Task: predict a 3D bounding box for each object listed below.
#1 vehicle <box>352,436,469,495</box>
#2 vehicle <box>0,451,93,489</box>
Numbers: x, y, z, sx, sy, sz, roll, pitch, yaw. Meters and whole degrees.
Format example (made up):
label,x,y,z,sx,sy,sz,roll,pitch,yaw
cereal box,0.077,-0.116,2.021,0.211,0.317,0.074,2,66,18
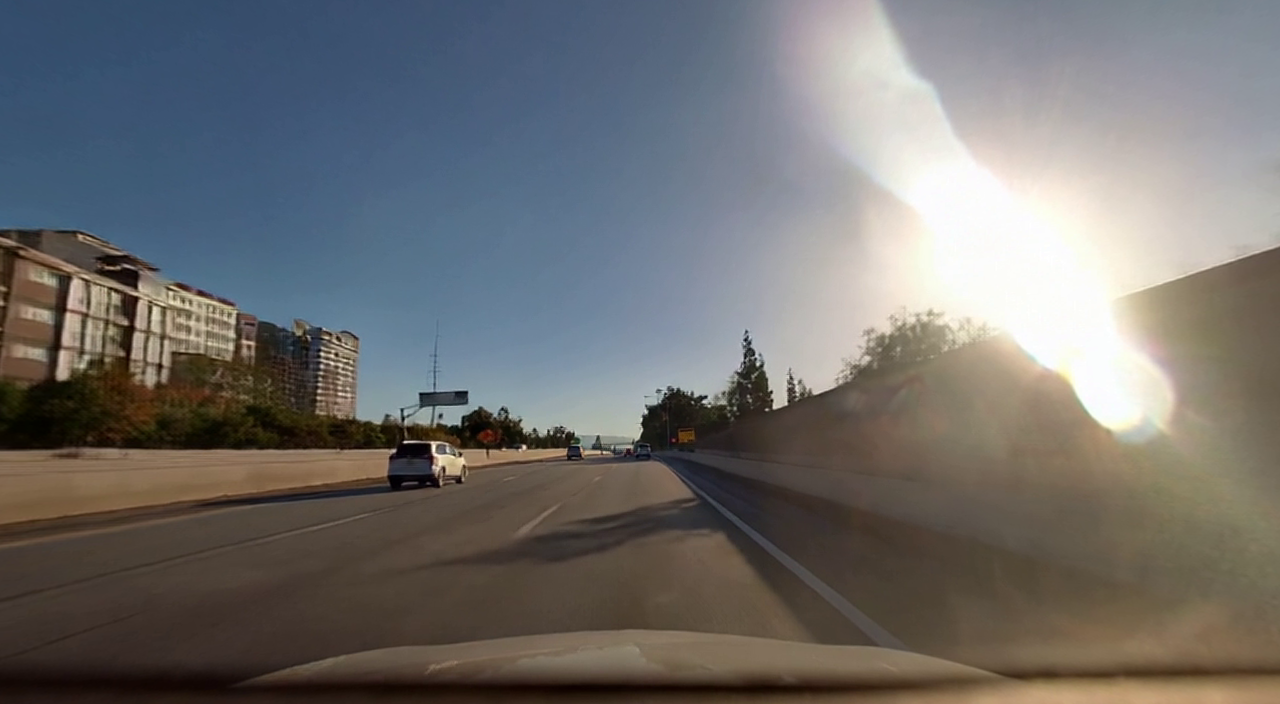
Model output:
label,x,y,z,sx,sy,sz,roll,pitch,yaw
vehicle,-7.250,3.627,20.502,2.088,1.678,4.426,0,-8,1
vehicle,-28.650,5.450,29.475,1.968,1.600,4.581,0,-8,0
